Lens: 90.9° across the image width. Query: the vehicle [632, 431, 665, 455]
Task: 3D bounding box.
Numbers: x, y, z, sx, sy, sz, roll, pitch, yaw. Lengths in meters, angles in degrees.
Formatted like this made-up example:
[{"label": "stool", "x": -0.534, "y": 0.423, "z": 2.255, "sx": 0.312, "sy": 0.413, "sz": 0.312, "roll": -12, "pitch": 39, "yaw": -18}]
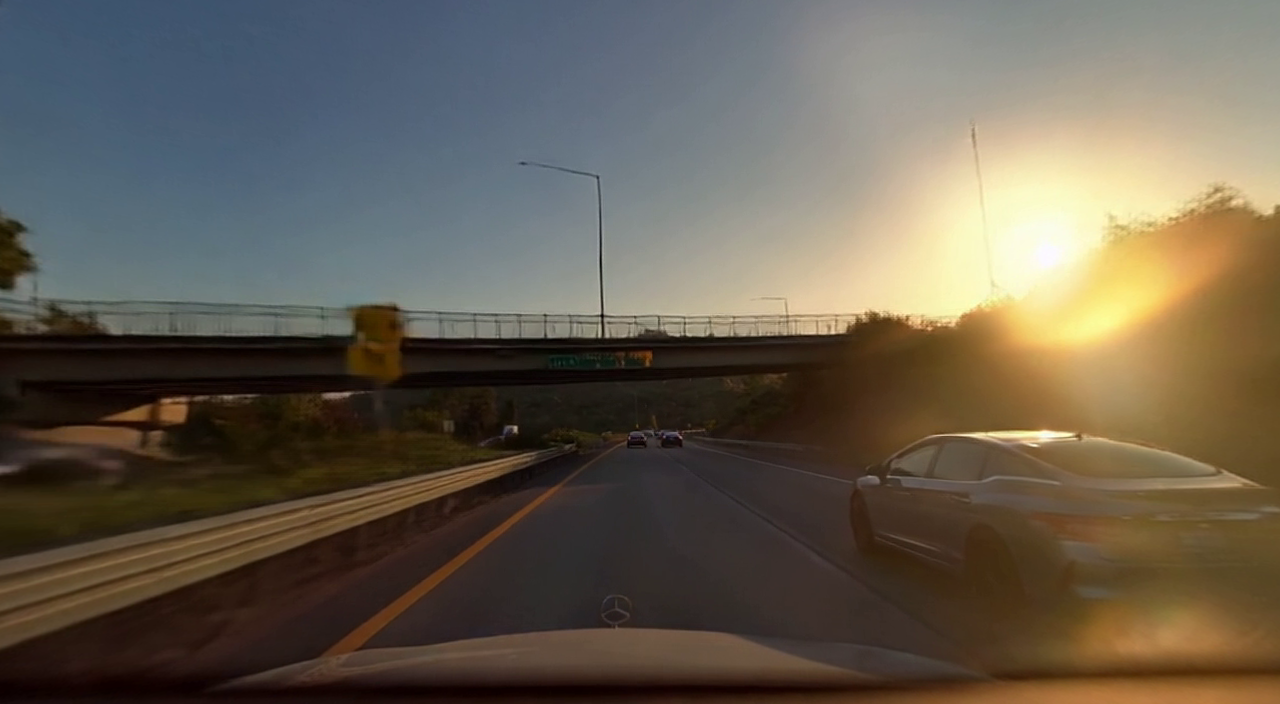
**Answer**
[{"label": "vehicle", "x": 0.533, "y": 6.056, "z": 42.024, "sx": 1.981, "sy": 1.490, "sz": 3.449, "roll": 0, "pitch": -8, "yaw": -2}]
